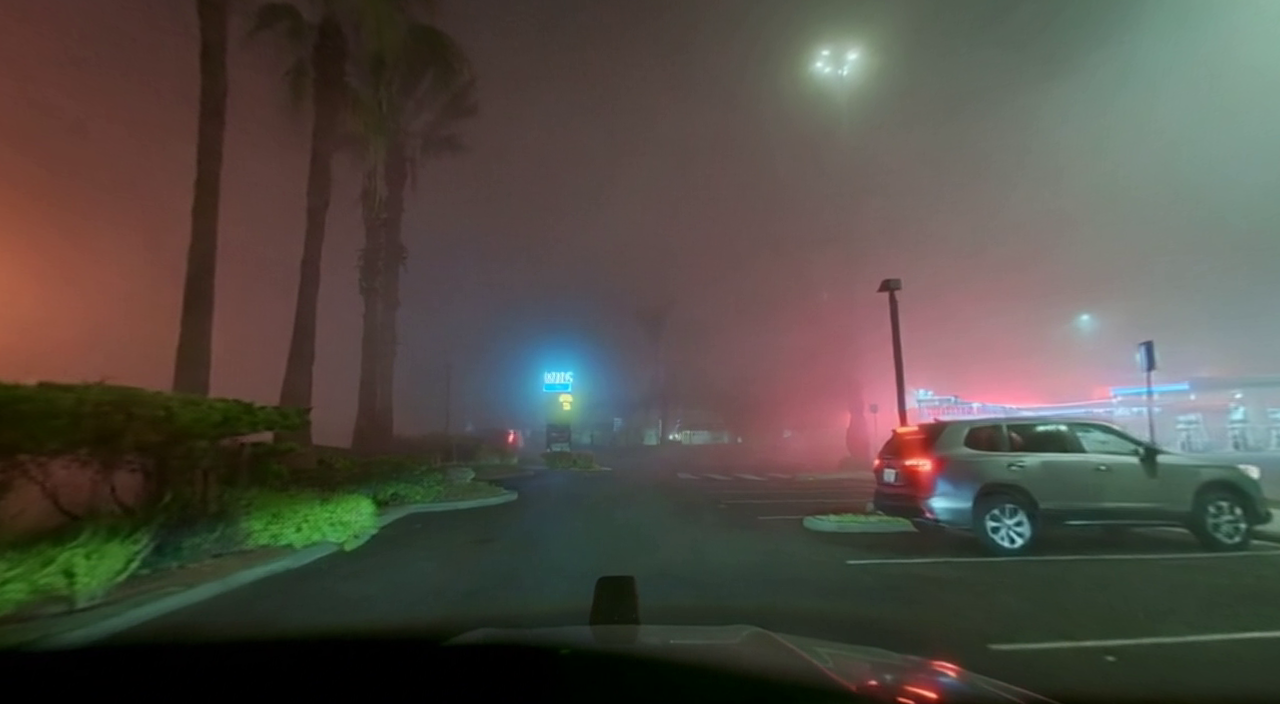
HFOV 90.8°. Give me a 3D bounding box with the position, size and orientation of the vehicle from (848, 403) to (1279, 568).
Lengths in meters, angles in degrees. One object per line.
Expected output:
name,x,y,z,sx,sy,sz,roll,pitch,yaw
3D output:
vehicle,5.434,1.654,8.325,4.560,1.818,2.148,0,-8,-4
